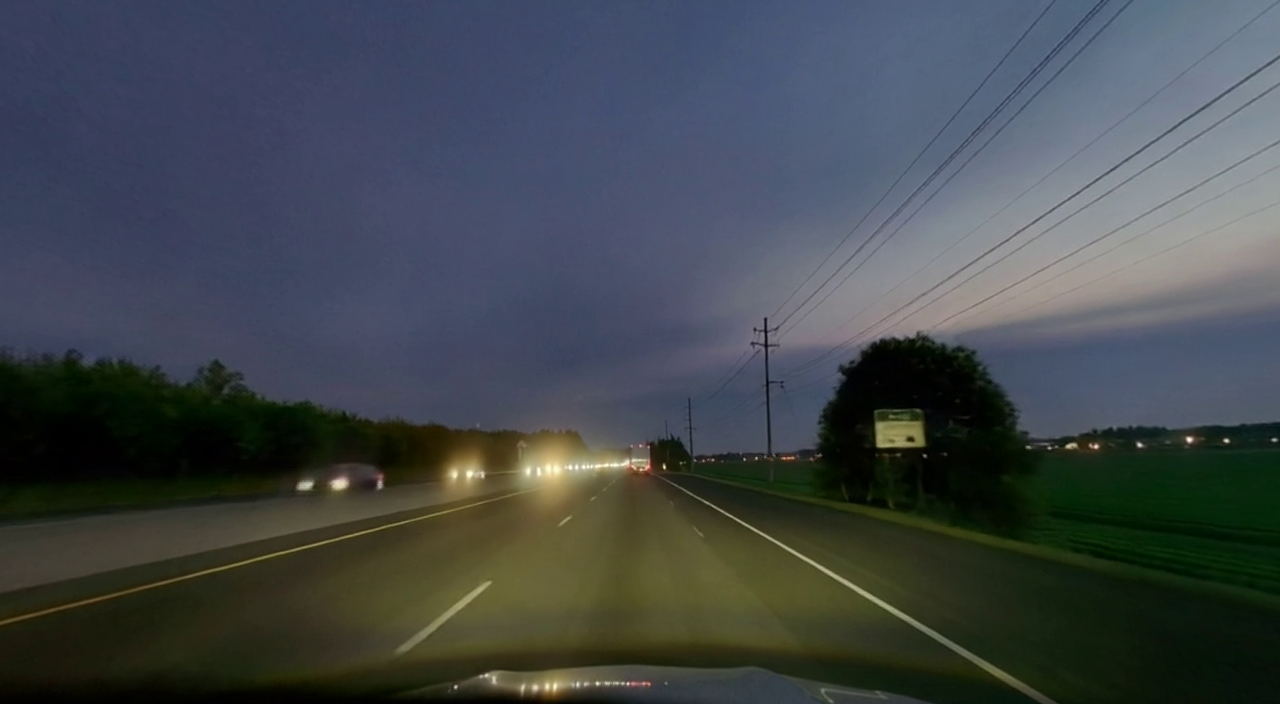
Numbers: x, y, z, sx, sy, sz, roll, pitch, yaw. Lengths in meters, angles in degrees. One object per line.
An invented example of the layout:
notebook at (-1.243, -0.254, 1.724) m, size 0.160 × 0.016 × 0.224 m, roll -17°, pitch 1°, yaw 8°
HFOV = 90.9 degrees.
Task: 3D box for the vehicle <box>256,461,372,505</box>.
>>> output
vehicle at (-12.096, 4.880, 23.761) m, size 1.988 × 1.451 × 4.442 m, roll 1°, pitch -10°, yaw -1°
